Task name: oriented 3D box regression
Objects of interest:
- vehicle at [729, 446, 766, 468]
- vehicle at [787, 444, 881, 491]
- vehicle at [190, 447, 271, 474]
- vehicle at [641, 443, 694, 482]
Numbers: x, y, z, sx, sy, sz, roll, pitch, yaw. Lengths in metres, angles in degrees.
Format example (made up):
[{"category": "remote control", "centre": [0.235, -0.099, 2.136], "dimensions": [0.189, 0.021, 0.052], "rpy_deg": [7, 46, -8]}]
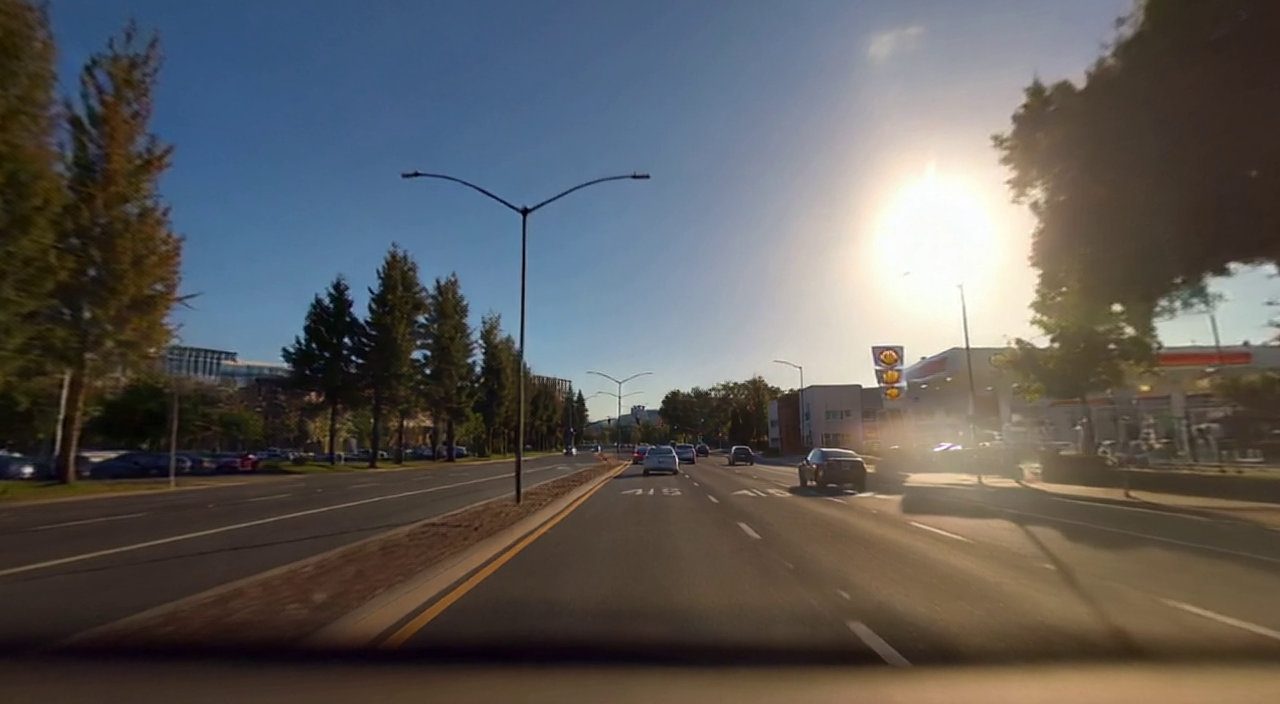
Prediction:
[{"category": "vehicle", "centre": [7.750, 7.540, 45.490], "dimensions": [1.930, 1.479, 4.477], "rpy_deg": [0, -8, 0]}, {"category": "vehicle", "centre": [6.722, 4.023, 22.311], "dimensions": [1.918, 1.484, 4.456], "rpy_deg": [0, -8, 0]}, {"category": "vehicle", "centre": [-28.858, 7.622, 44.473], "dimensions": [2.011, 1.762, 5.267], "rpy_deg": [0, -8, 3]}, {"category": "vehicle", "centre": [1.063, 4.585, 26.338], "dimensions": [1.971, 1.479, 4.493], "rpy_deg": [0, -8, 0]}]
